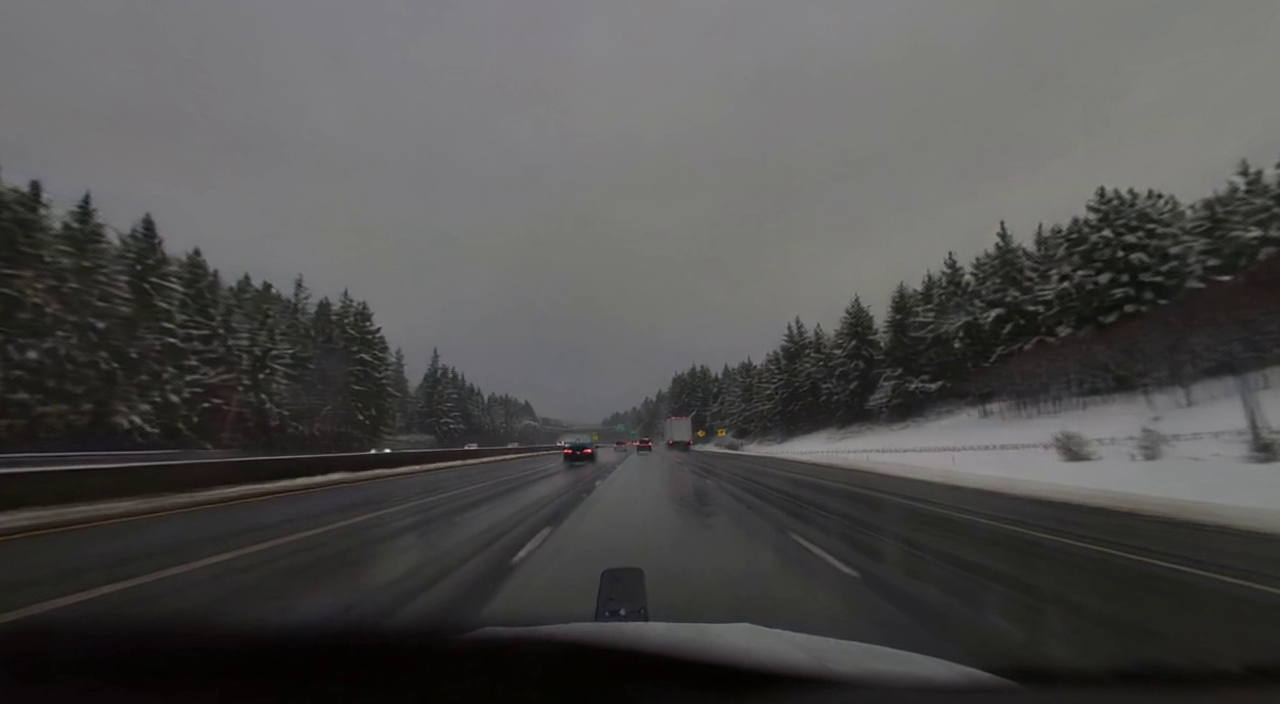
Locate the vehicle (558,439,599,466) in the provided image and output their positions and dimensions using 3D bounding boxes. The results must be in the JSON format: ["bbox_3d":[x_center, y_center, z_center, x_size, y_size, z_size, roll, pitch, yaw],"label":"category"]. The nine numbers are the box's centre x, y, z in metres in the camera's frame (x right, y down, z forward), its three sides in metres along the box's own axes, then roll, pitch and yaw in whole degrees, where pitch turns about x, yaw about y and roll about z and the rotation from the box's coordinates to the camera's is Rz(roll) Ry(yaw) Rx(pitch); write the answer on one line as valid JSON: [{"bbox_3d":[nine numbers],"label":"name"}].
[{"bbox_3d":[-3.646,6.062,38.116,2.025,1.571,3.662,-1,-9,1],"label":"vehicle"}]
